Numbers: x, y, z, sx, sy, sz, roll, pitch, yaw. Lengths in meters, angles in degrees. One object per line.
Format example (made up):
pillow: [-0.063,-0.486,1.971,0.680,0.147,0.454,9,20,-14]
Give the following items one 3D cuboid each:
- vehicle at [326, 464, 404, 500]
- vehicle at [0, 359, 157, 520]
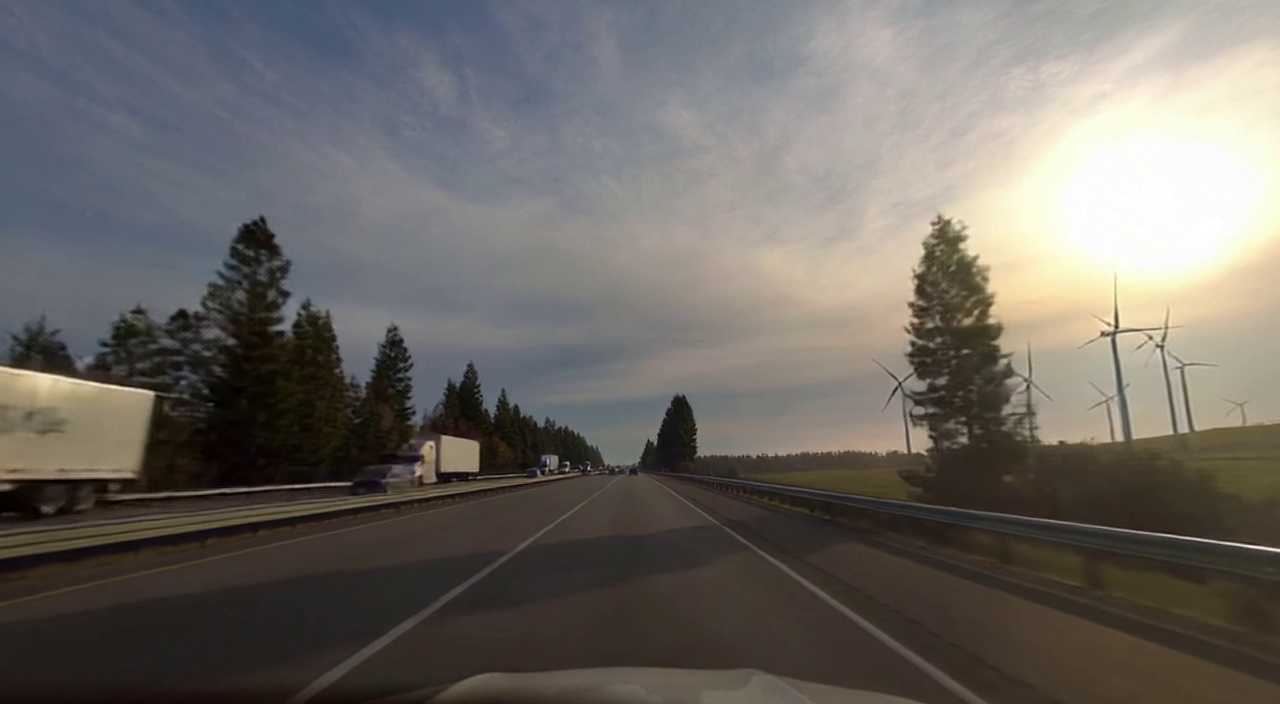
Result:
vehicle: [-12.430,5.888,28.737,1.734,1.516,4.031,1,-10,0]
vehicle: [-16.710,1.643,12.713,2.814,3.790,14.222,1,-10,-1]
